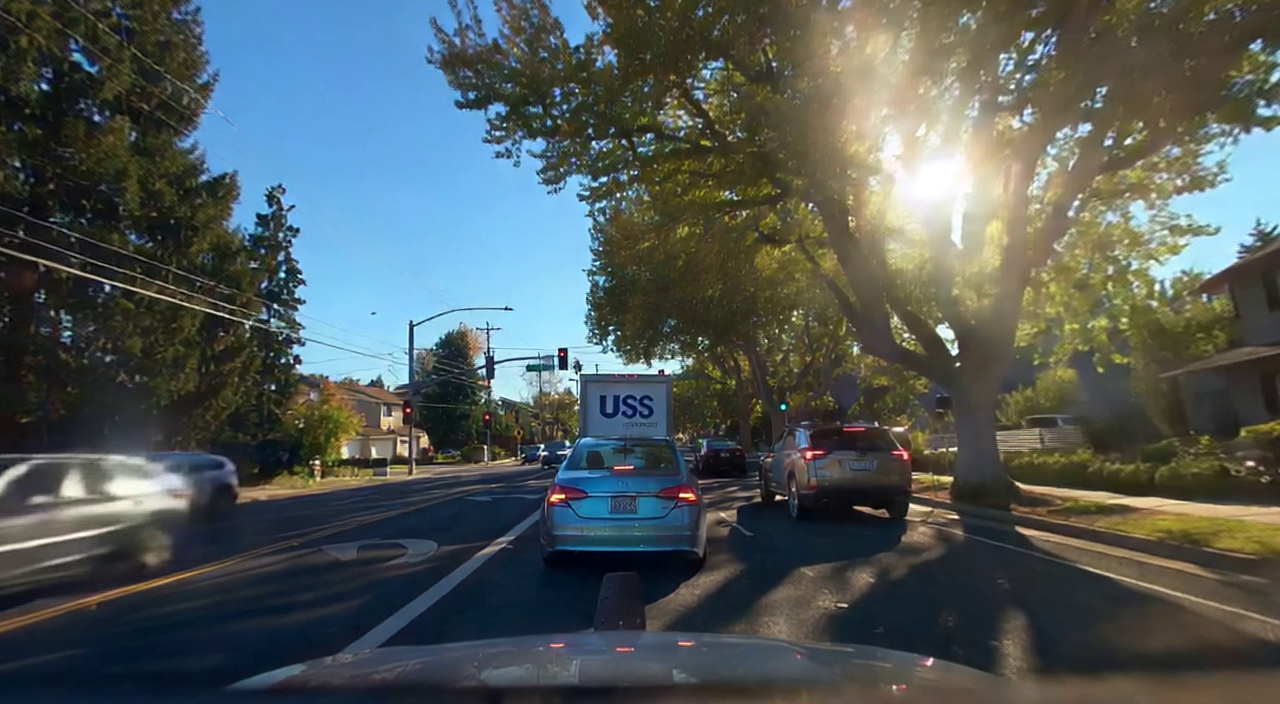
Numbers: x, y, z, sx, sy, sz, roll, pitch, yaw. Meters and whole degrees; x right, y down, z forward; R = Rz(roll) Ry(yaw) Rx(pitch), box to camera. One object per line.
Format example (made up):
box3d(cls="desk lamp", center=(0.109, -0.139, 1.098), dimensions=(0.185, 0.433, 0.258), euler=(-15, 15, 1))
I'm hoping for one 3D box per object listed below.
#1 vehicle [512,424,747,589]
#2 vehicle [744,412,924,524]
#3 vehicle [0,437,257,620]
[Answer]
box3d(cls="vehicle", center=(-0.150, 1.718, 7.927), dimensions=(2.135, 1.483, 4.207), euler=(0, -8, -2))
box3d(cls="vehicle", center=(3.603, 2.256, 12.822), dimensions=(2.145, 1.847, 4.524), euler=(0, -8, -1))
box3d(cls="vehicle", center=(-6.275, 1.647, 6.406), dimensions=(1.800, 1.520, 4.691), euler=(0, -8, 0))
